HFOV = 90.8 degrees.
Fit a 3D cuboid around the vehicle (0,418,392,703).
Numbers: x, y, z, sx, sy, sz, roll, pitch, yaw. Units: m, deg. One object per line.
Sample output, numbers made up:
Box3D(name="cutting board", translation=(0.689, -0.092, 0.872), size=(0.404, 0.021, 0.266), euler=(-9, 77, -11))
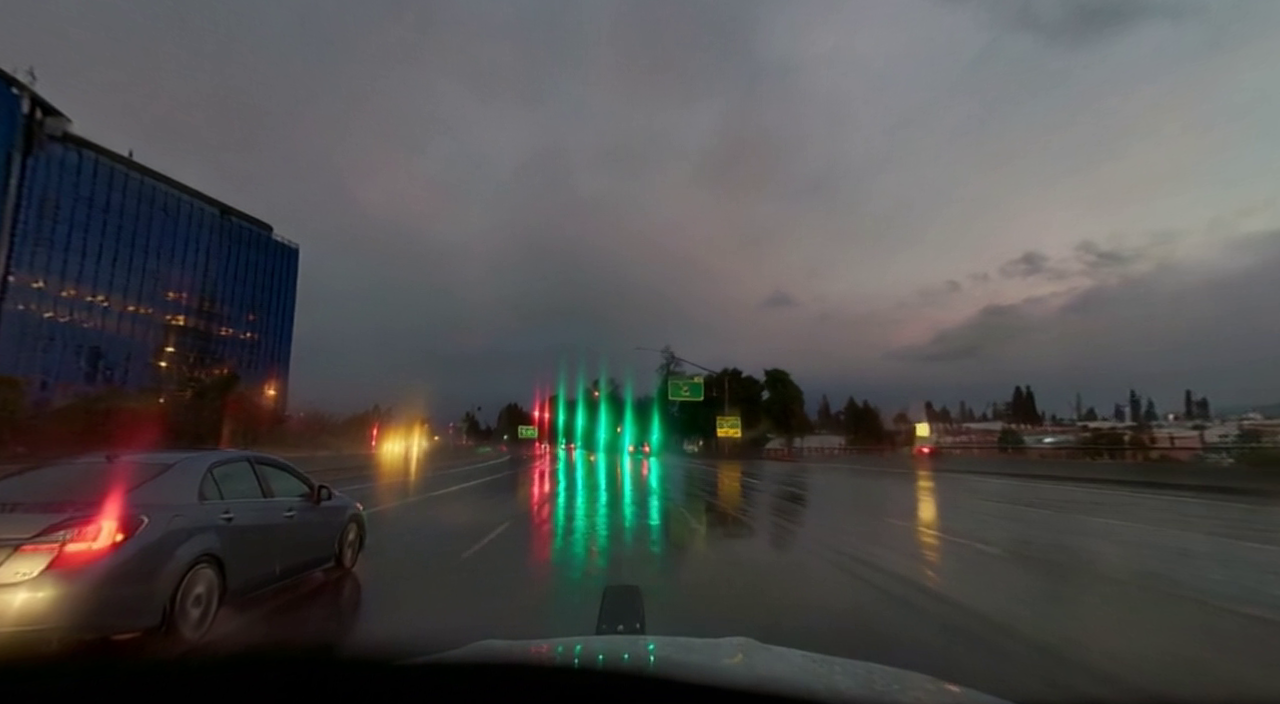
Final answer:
Box3D(name="vehicle", translation=(-3.999, 1.399, 5.394), size=(2.018, 1.476, 4.364), euler=(0, -8, -1))
